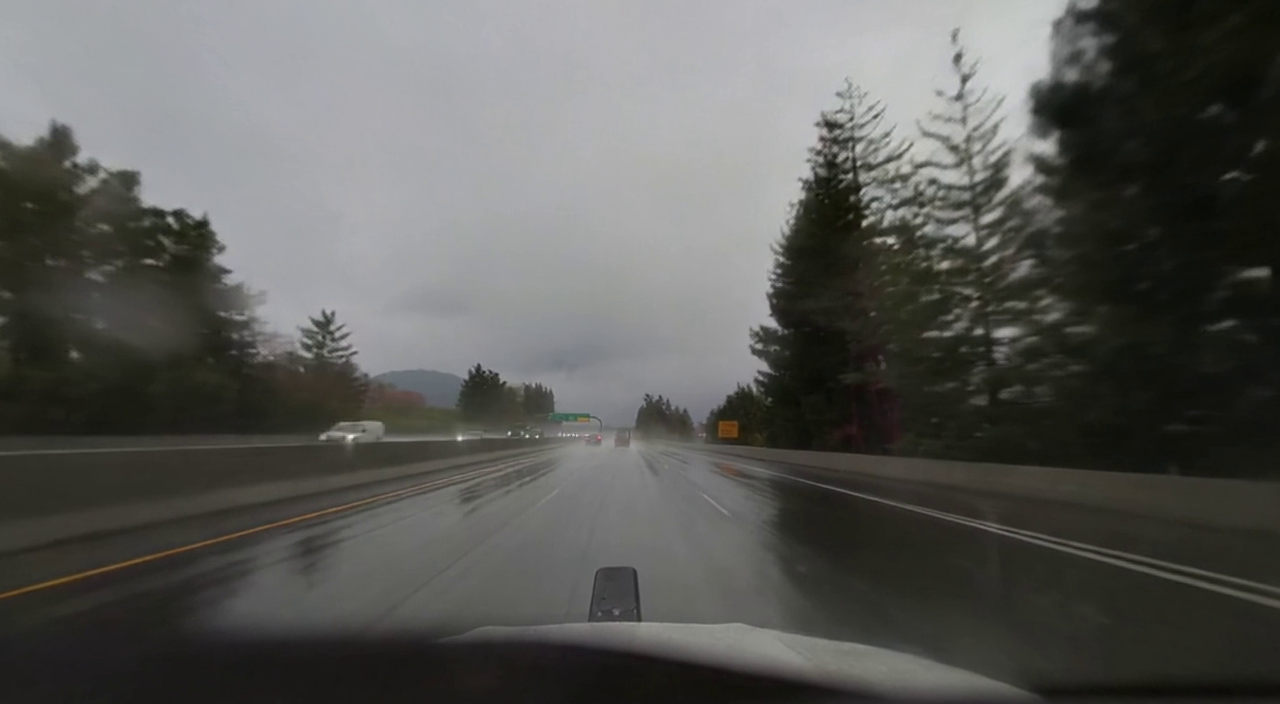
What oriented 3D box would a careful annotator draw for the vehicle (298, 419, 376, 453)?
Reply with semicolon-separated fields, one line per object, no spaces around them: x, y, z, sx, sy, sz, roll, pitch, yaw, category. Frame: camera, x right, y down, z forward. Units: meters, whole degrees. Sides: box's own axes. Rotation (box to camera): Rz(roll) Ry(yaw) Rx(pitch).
-16.299;4.572;34.147;1.975;1.670;4.552;0;-8;0;vehicle

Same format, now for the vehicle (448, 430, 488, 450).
-13.000;6.714;47.807;1.885;1.420;4.239;0;-8;-1;vehicle
